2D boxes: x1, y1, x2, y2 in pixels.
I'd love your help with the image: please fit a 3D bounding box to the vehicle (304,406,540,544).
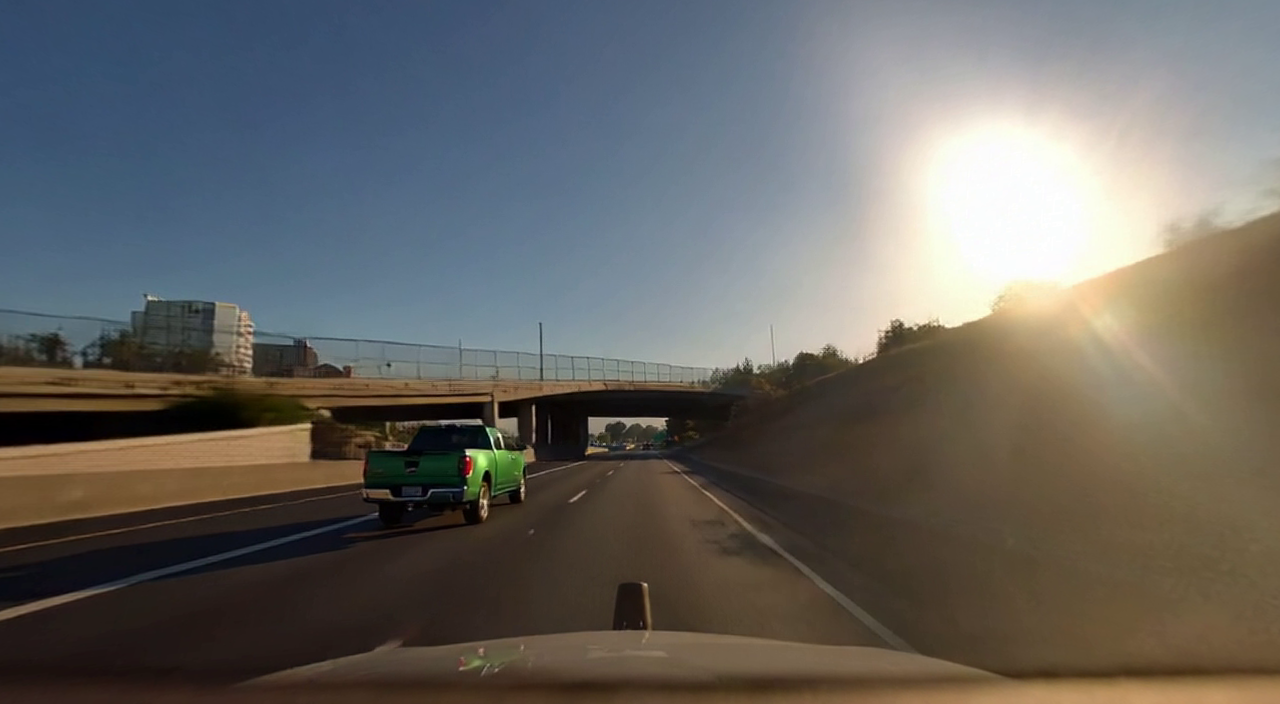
[{"bbox_3d":[-3.531,2.151,11.753,2.350,1.932,5.562,0,-8,1],"label":"vehicle"}]
